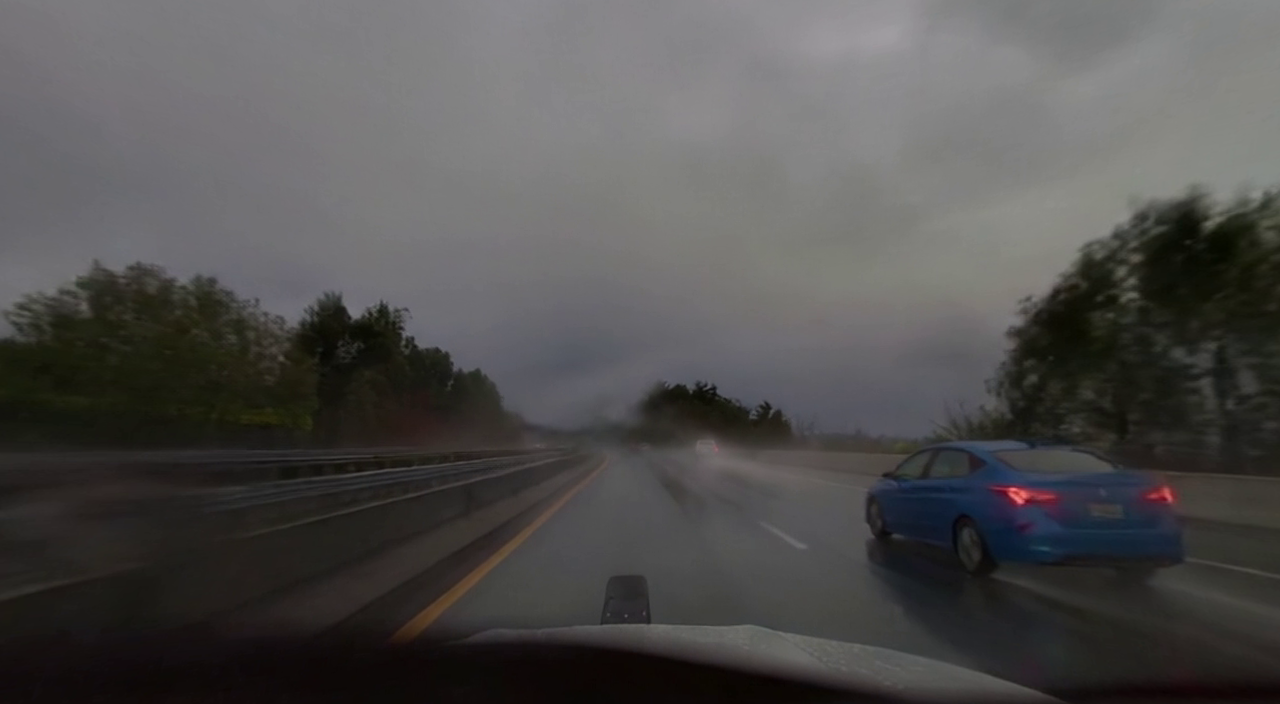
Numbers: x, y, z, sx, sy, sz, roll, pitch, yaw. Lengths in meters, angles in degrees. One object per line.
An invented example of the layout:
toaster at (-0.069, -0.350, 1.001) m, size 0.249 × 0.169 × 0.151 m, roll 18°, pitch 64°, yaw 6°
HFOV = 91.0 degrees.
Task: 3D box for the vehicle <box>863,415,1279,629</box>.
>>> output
vehicle at (4.204, 1.529, 6.707) m, size 2.072 × 1.528 × 4.176 m, roll 0°, pitch -8°, yaw -1°

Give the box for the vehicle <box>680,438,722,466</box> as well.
vehicle at (3.479, 5.759, 36.418) m, size 1.945 × 1.538 × 3.729 m, roll 0°, pitch -8°, yaw -2°
